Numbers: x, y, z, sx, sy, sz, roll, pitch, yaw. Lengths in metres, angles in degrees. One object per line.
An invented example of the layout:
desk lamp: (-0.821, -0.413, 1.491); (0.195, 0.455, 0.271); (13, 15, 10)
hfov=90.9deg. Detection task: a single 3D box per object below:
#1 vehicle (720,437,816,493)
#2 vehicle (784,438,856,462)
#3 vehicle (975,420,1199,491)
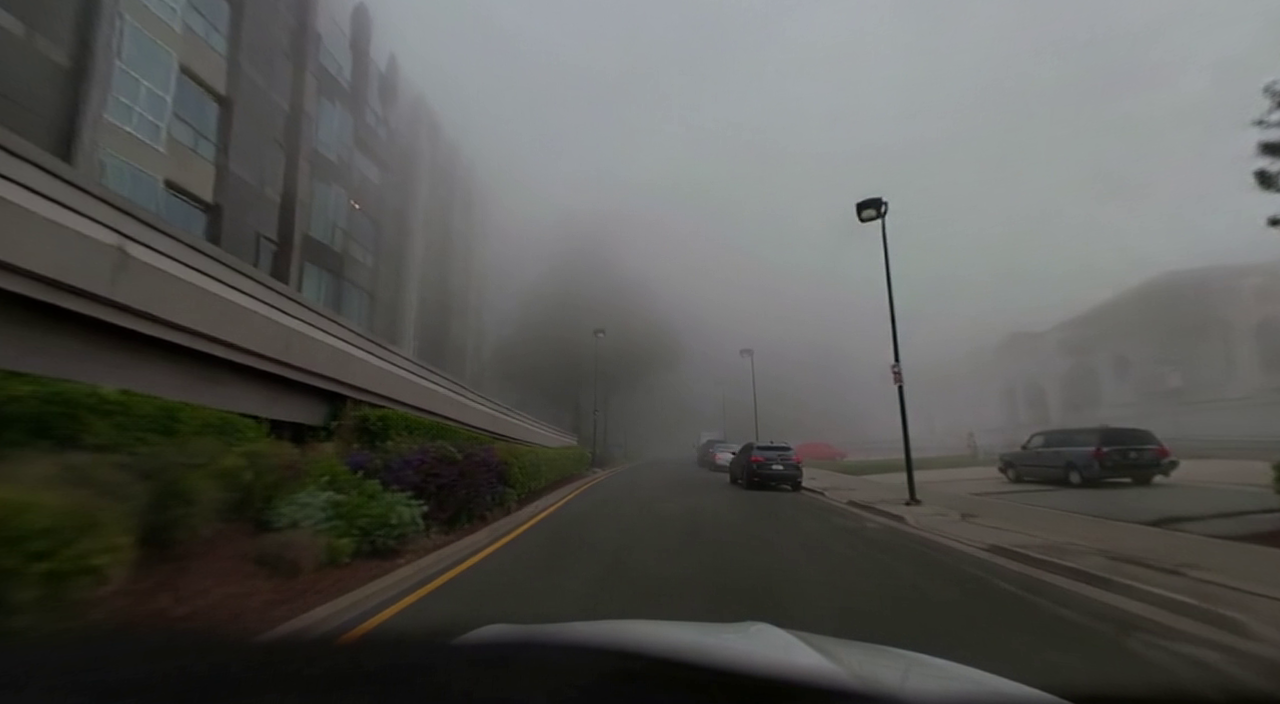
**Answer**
vehicle: (3.757, 3.406, 19.383); (2.024, 1.475, 4.565); (0, -9, 0)
vehicle: (11.897, 6.498, 41.947); (4.163, 1.471, 1.914); (-1, -9, -1)
vehicle: (10.497, 2.499, 15.438); (1.997, 1.430, 4.986); (0, -9, 2)
